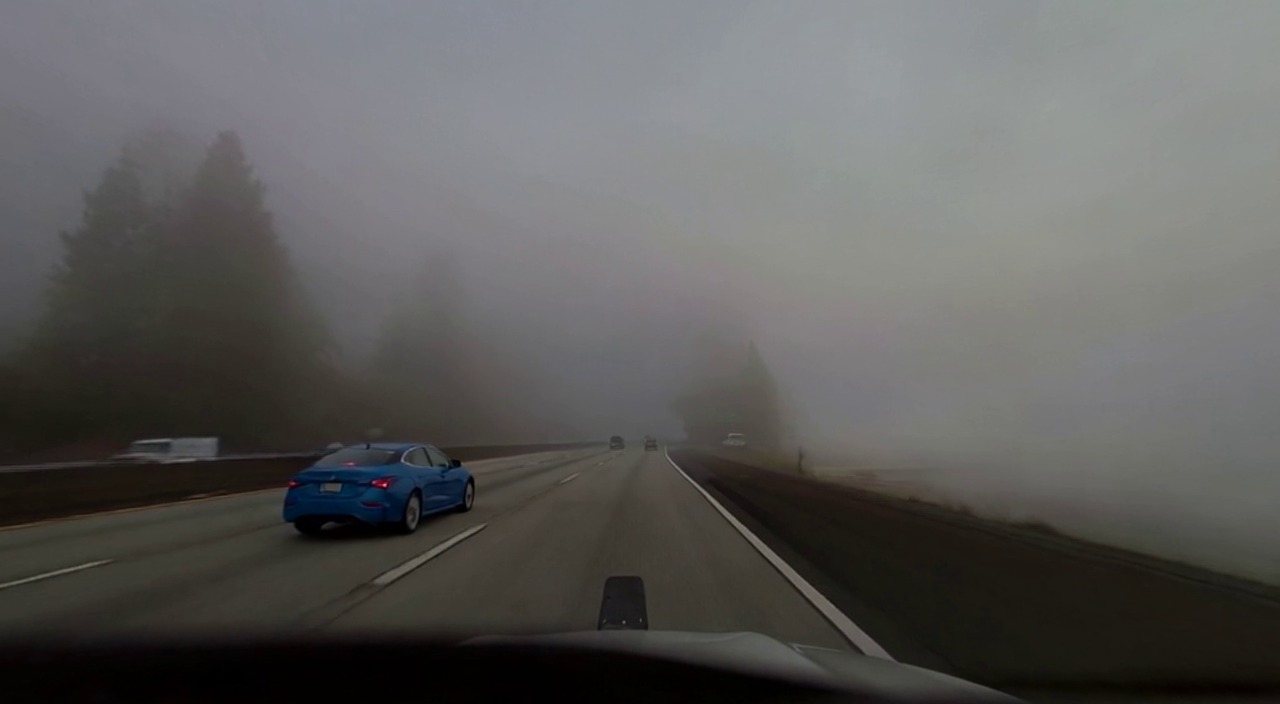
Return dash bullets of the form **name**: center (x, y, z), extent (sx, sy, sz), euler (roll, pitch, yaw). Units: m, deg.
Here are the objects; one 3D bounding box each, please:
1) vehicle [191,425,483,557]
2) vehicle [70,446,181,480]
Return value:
- **vehicle**: center (-3.966, 1.882, 9.332), extent (1.996, 1.454, 4.495), euler (0, -8, 1)
- **vehicle**: center (-23.173, 4.984, 28.556), extent (1.768, 1.432, 3.791), euler (0, -8, 1)
